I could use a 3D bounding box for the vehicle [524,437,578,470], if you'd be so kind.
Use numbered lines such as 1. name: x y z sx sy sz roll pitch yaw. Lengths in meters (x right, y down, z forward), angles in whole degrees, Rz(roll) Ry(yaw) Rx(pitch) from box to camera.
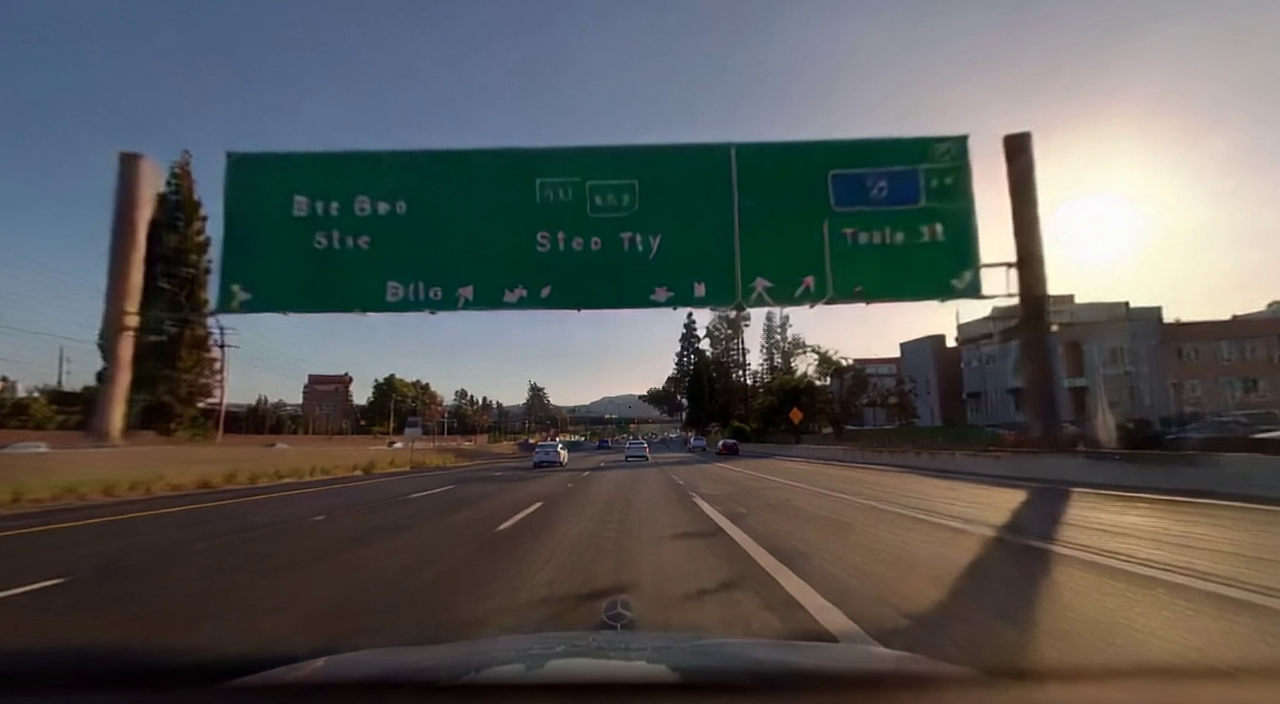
1. vehicle: -4.818 5.562 34.774 2.260 1.706 4.177 0 -8 1

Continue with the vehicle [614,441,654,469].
1. vehicle: -0.342 5.827 36.111 2.146 1.485 4.332 0 -8 0

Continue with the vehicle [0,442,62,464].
1. vehicle: -44.940 7.305 45.947 1.943 1.478 4.193 0 -8 -2
